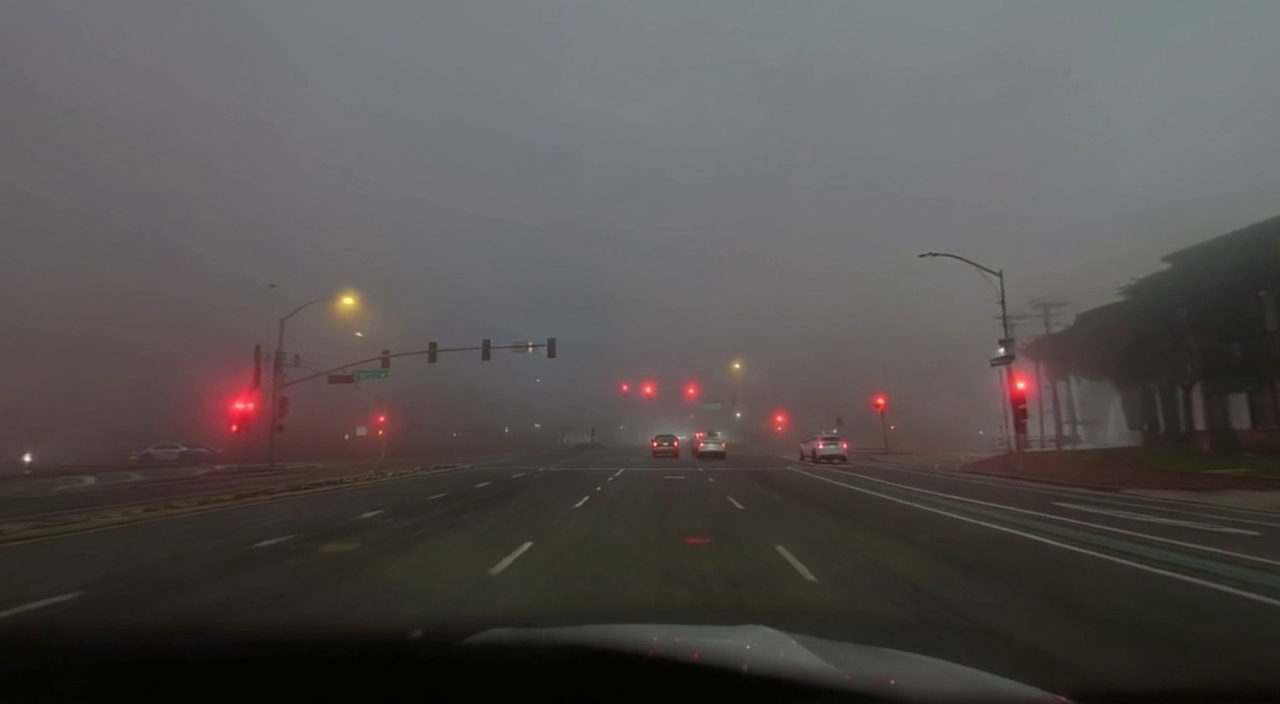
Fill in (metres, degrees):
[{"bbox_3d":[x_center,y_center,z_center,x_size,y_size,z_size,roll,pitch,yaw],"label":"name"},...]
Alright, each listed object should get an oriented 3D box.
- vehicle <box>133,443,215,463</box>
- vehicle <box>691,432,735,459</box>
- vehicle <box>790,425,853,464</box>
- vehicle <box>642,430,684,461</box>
[{"bbox_3d":[-35.015,7.584,47.460,4.448,1.422,1.890,2,-9,-11],"label":"vehicle"},{"bbox_3d":[4.061,5.317,35.765,1.994,1.436,4.169,0,-8,0],"label":"vehicle"},{"bbox_3d":[9.454,4.854,33.316,2.132,1.892,4.851,-1,-8,3],"label":"vehicle"},{"bbox_3d":[1.199,4.994,33.625,2.099,1.516,4.681,0,-8,2],"label":"vehicle"}]
